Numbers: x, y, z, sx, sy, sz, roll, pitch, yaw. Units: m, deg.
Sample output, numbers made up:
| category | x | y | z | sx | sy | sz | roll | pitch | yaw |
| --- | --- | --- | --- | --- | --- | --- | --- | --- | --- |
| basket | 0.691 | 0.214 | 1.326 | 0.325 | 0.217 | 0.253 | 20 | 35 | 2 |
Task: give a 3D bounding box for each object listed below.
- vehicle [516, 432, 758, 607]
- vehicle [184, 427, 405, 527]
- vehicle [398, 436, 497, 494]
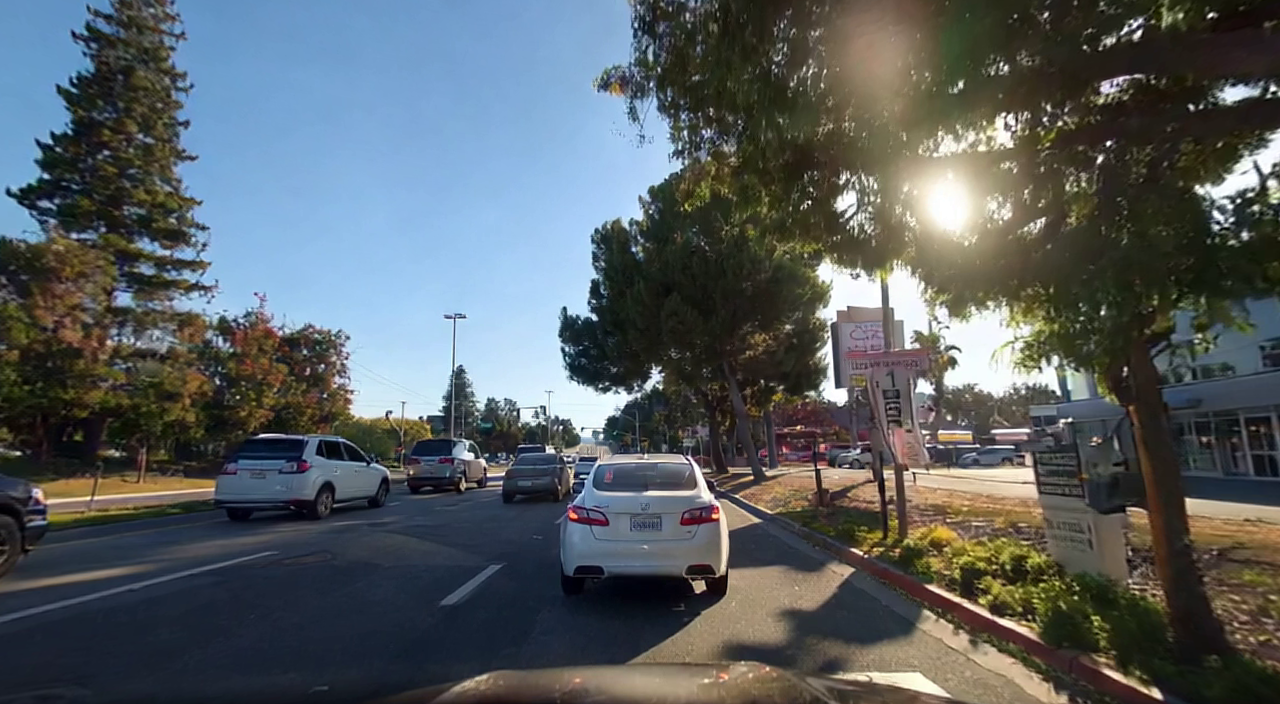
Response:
| category | x | y | z | sx | sy | sz | roll | pitch | yaw |
| --- | --- | --- | --- | --- | --- | --- | --- | --- | --- |
| vehicle | 0.011 | 1.751 | 7.493 | 2.091 | 1.494 | 3.962 | 0 | -9 | 1 |
| vehicle | -6.998 | 2.564 | 13.502 | 2.032 | 1.767 | 4.549 | 0 | -9 | 2 |
| vehicle | -6.897 | 4.097 | 23.146 | 2.130 | 1.900 | 4.470 | 0 | -9 | 1 |
